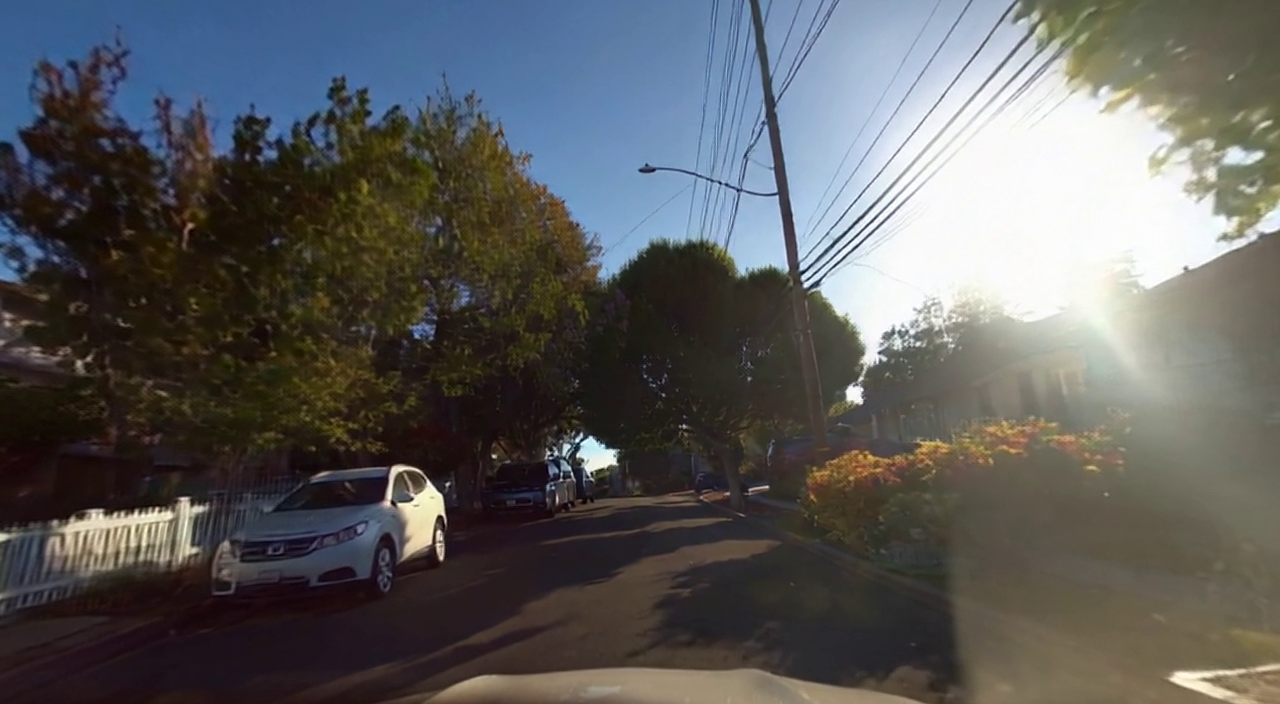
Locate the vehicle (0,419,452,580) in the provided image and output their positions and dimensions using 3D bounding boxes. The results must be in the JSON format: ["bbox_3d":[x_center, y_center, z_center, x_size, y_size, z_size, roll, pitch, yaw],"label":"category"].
[{"bbox_3d":[-4.983,1.808,7.782,4.537,1.595,2.471,1,-13,-2],"label":"vehicle"}]

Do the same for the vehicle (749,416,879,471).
[{"bbox_3d":[6.421,3.419,23.717,4.249,1.905,1.904,0,-8,-3],"label":"vehicle"}]

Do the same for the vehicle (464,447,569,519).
[{"bbox_3d":[-3.067,3.336,16.761,2.081,1.589,4.691,0,-9,-3],"label":"vehicle"}]

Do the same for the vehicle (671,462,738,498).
[{"bbox_3d":[3.136,6.187,30.739,3.005,1.535,4.025,-1,-9,6],"label":"vehicle"}]
